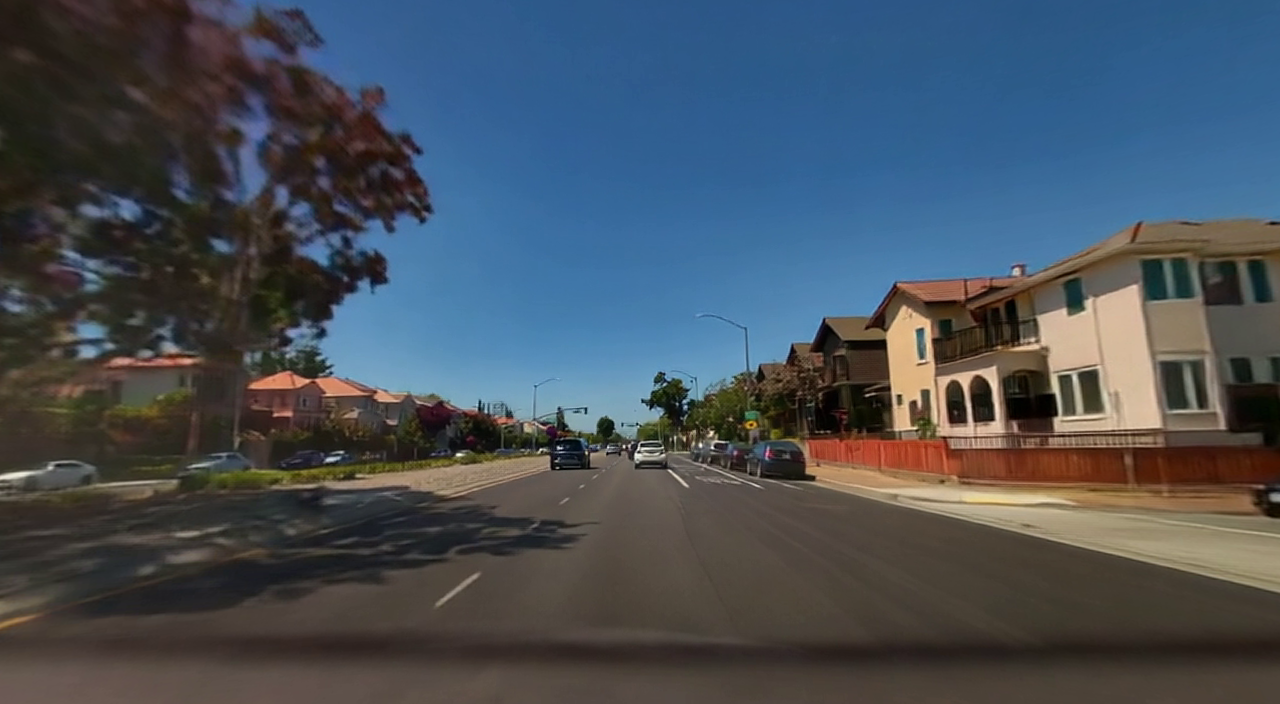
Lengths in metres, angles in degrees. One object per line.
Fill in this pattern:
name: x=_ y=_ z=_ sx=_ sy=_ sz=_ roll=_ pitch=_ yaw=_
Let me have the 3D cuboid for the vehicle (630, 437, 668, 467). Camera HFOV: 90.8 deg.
vehicle: x=0.535 y=6.534 z=41.438 sx=2.273 sy=1.851 sz=5.075 roll=0 pitch=-9 yaw=-1

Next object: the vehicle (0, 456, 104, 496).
vehicle: x=-25.721 y=5.192 z=26.809 sx=1.839 sy=1.463 sz=4.705 roll=0 pitch=-9 yaw=-1

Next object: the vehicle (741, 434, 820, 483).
vehicle: x=5.720 y=4.422 z=26.407 sx=2.154 sy=1.824 sz=4.782 roll=0 pitch=-9 yaw=-1

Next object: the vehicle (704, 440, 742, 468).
vehicle: x=5.530 y=6.889 z=42.736 sx=2.020 sy=1.762 sz=4.559 roll=0 pitch=-9 yaw=1

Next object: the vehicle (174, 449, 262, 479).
vehicle: x=-25.910 y=6.866 z=39.004 sx=2.018 sy=1.721 sz=4.735 roll=-1 pitch=-9 yaw=2

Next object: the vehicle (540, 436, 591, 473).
vehicle: x=-3.881 y=5.466 z=33.833 sx=2.233 sy=1.775 sz=4.491 roll=0 pitch=-9 yaw=0
